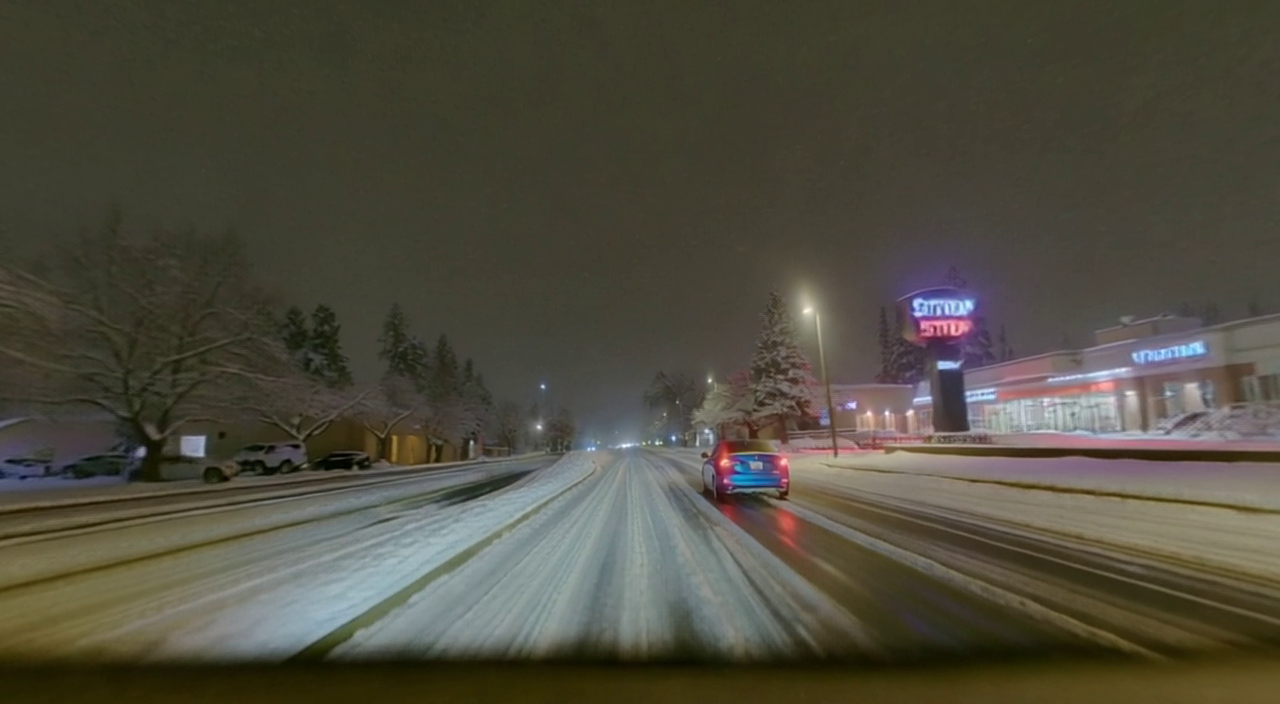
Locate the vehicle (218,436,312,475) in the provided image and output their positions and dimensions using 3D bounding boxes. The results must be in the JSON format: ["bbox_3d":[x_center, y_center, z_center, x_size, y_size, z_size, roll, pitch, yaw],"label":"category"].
[{"bbox_3d":[-28.309,7.808,47.632,5.802,2.743,2.245,5,-10,-32],"label":"vehicle"}]

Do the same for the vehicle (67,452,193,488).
[{"bbox_3d":[-28.069,6.479,34.890,5.029,1.760,2.153,5,-10,-30],"label":"vehicle"}]

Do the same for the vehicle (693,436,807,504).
[{"bbox_3d":[2.601,2.912,16.036,2.015,1.479,4.444,0,-9,-1],"label":"vehicle"}]
